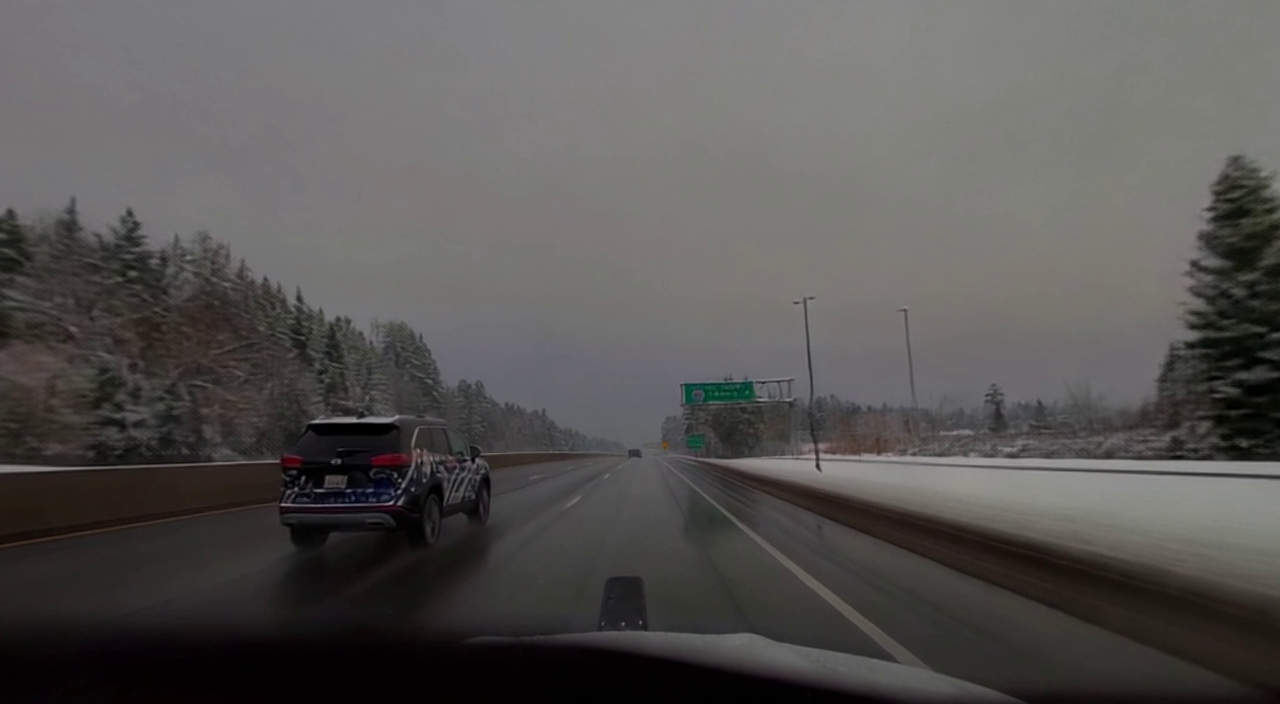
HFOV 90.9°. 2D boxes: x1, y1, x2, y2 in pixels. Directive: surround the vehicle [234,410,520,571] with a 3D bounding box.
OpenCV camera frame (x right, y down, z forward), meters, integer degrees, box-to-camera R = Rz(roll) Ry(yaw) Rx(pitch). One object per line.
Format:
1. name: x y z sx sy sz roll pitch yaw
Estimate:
1. vehicle: -3.433 1.918 9.554 2.183 1.803 4.685 0 -8 2
